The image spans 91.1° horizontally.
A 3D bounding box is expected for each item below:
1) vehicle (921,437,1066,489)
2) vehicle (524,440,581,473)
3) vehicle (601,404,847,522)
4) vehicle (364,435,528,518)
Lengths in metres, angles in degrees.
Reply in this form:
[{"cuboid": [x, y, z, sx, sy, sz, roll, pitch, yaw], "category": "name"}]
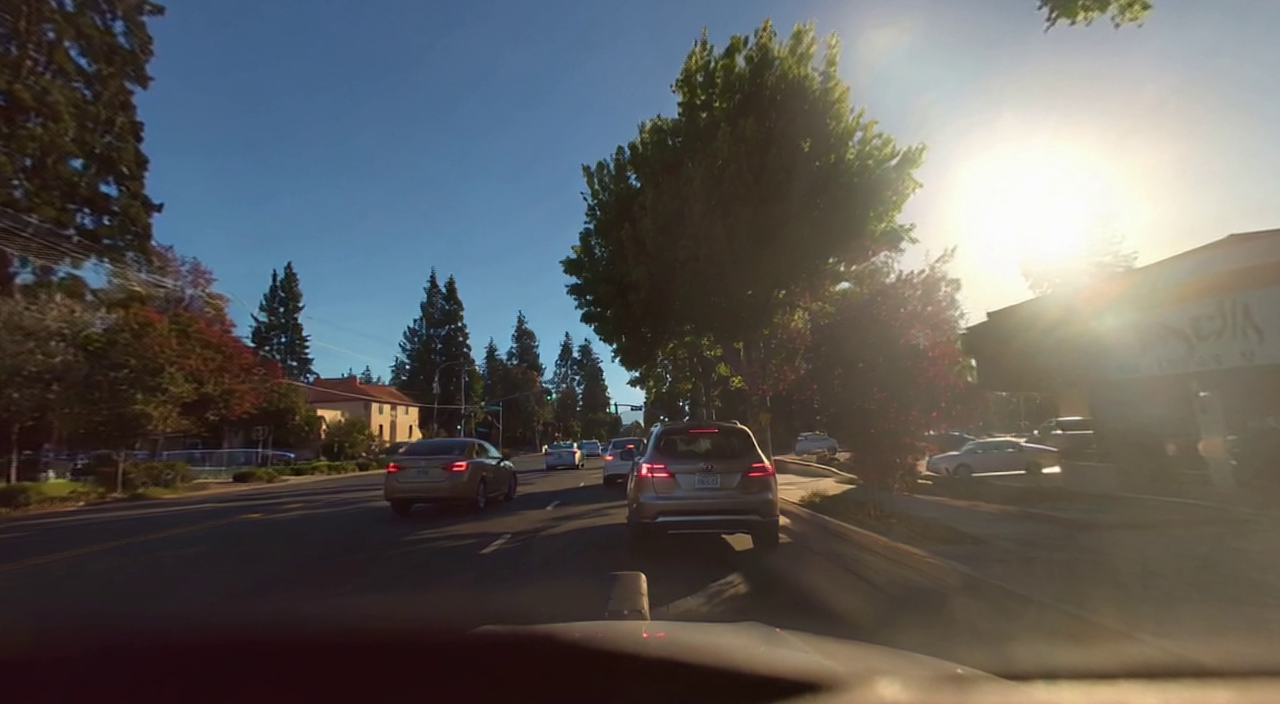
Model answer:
[{"cuboid": [12.285, 3.883, 22.035, 3.871, 1.525, 1.835, -3, -9, 0], "category": "vehicle"}, {"cuboid": [-4.073, 4.937, 29.887, 2.042, 1.470, 4.123, 0, -8, 1], "category": "vehicle"}, {"cuboid": [1.545, 2.211, 12.927, 4.642, 1.955, 2.052, -8, -12, 43], "category": "vehicle"}, {"cuboid": [-3.890, 2.564, 13.511, 2.026, 1.466, 4.282, 0, -8, 2], "category": "vehicle"}]
